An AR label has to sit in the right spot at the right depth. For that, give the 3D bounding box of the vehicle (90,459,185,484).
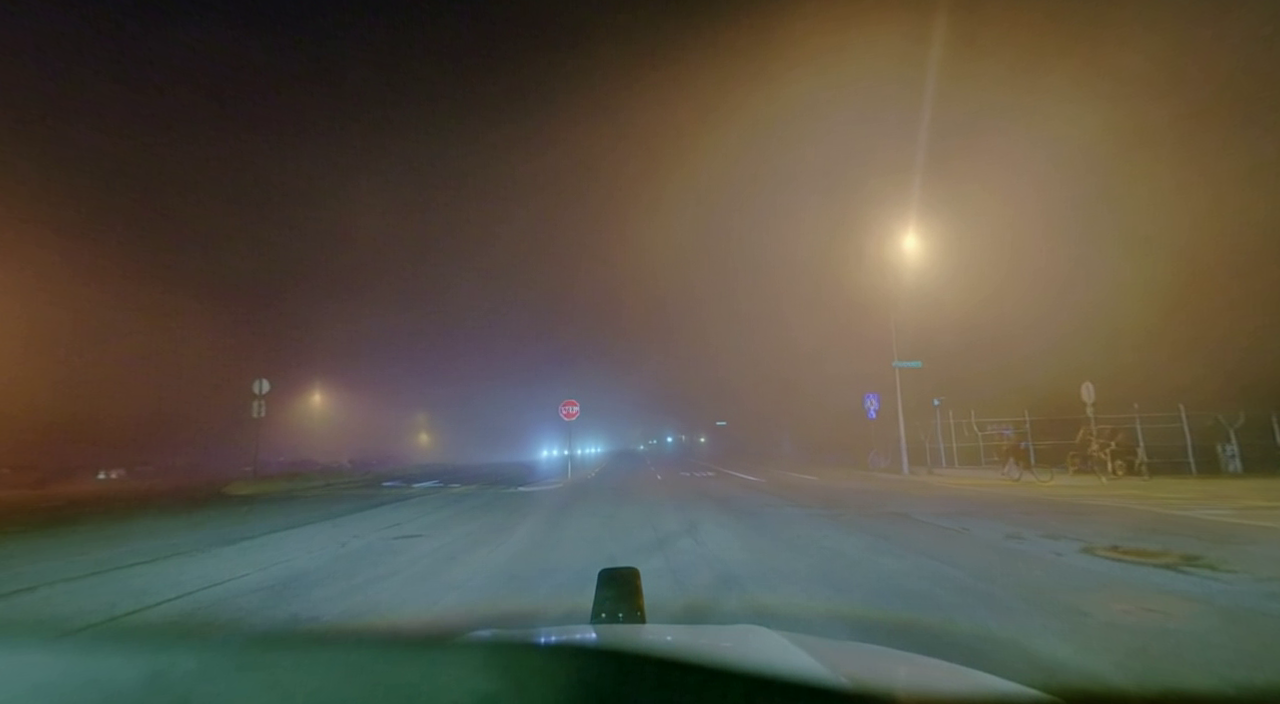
[{"bbox_3d":[-33.592,7.995,42.373,4.569,1.558,1.903,1,-9,-5],"label":"vehicle"}]
